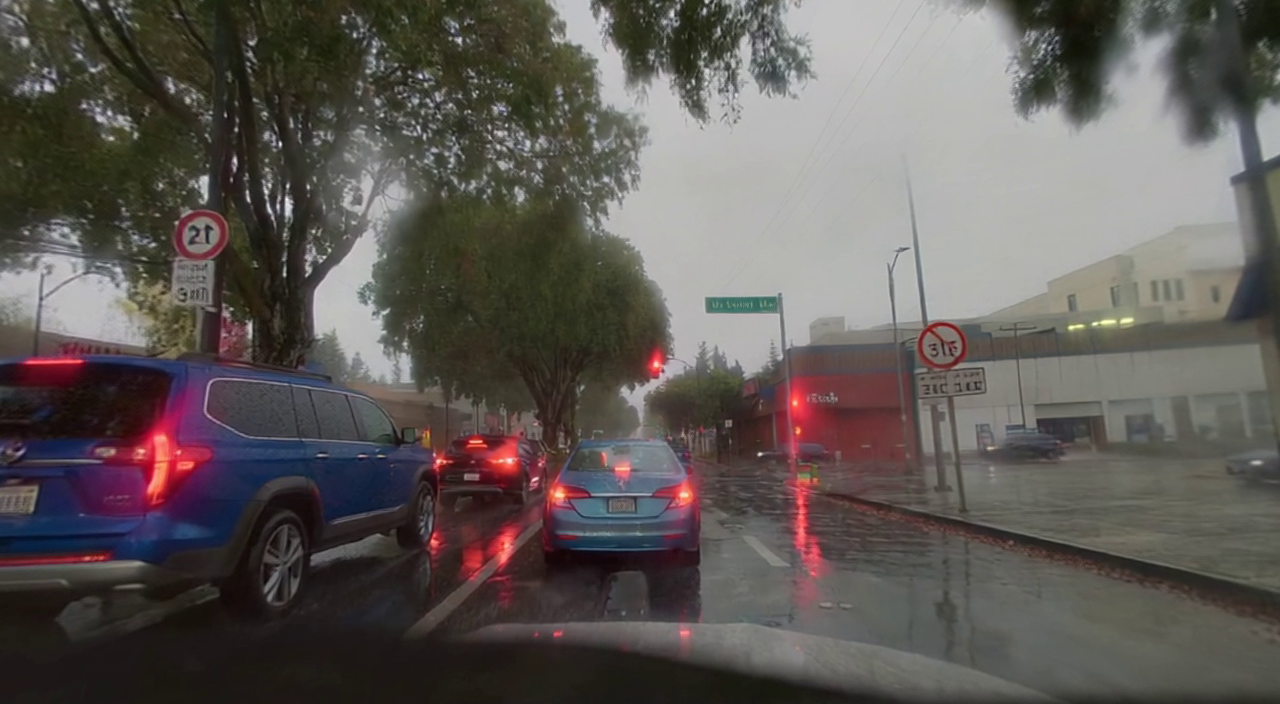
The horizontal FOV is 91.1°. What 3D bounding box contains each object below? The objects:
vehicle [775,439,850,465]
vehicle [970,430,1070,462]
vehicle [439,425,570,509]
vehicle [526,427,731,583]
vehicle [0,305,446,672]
[{"bbox_3d":[9.903,5.804,36.373,3.924,1.447,2.039,-2,-9,9],"label":"vehicle"},{"bbox_3d":[20.996,5.227,34.853,4.116,1.719,2.069,-1,-9,8],"label":"vehicle"},{"bbox_3d":[-2.929,2.599,14.605,2.047,1.664,4.148,0,-8,1],"label":"vehicle"},{"bbox_3d":[-0.155,1.785,8.188,1.966,1.481,4.146,0,-8,-1],"label":"vehicle"},{"bbox_3d":[-3.821,1.138,6.209,2.152,2.118,5.066,0,-8,0],"label":"vehicle"}]
